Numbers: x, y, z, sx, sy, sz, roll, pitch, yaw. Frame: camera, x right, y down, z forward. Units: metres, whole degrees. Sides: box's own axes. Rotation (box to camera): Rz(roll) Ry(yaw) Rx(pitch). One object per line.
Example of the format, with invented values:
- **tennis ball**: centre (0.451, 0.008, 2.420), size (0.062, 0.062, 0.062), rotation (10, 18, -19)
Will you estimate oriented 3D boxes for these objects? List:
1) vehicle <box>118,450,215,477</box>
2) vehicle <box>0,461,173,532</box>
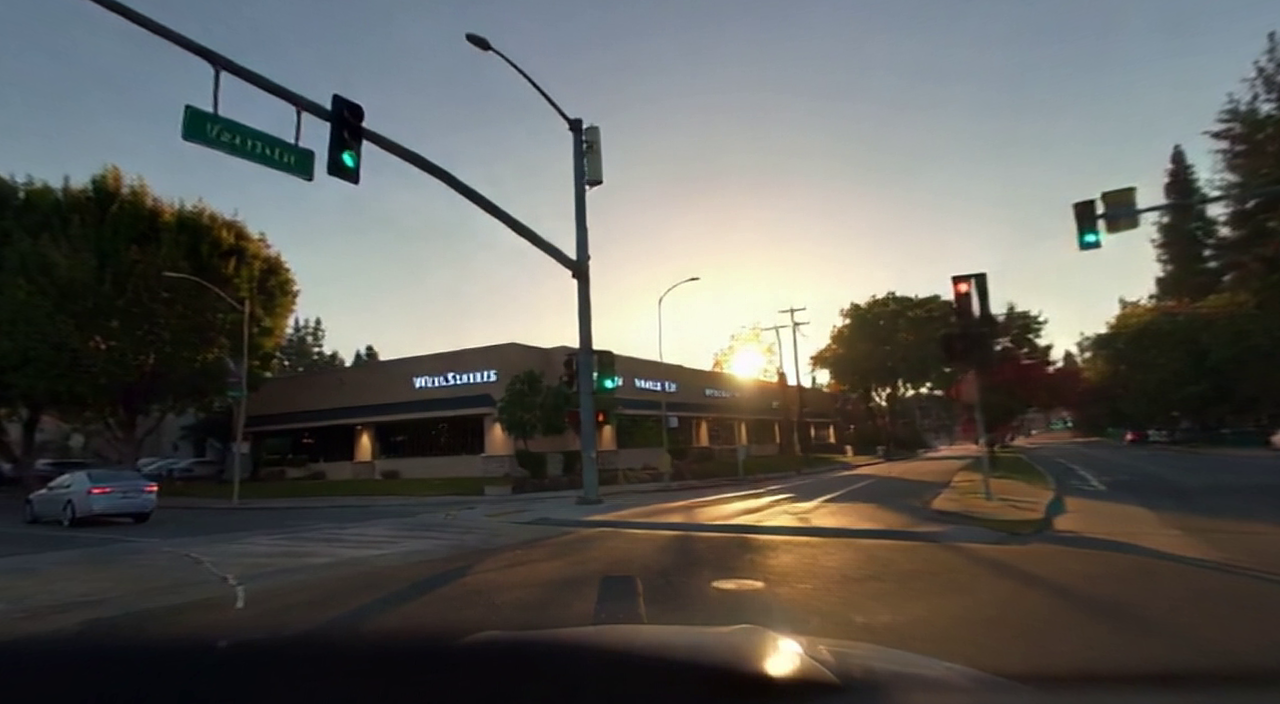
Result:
- **vehicle**: centre (-33.007, 7.739, 44.187), size (2.189, 1.737, 4.851), rotation (-4, -9, 23)
- **vehicle**: centre (-15.419, 3.884, 17.513), size (4.312, 1.642, 2.197), rotation (-5, -10, 28)
